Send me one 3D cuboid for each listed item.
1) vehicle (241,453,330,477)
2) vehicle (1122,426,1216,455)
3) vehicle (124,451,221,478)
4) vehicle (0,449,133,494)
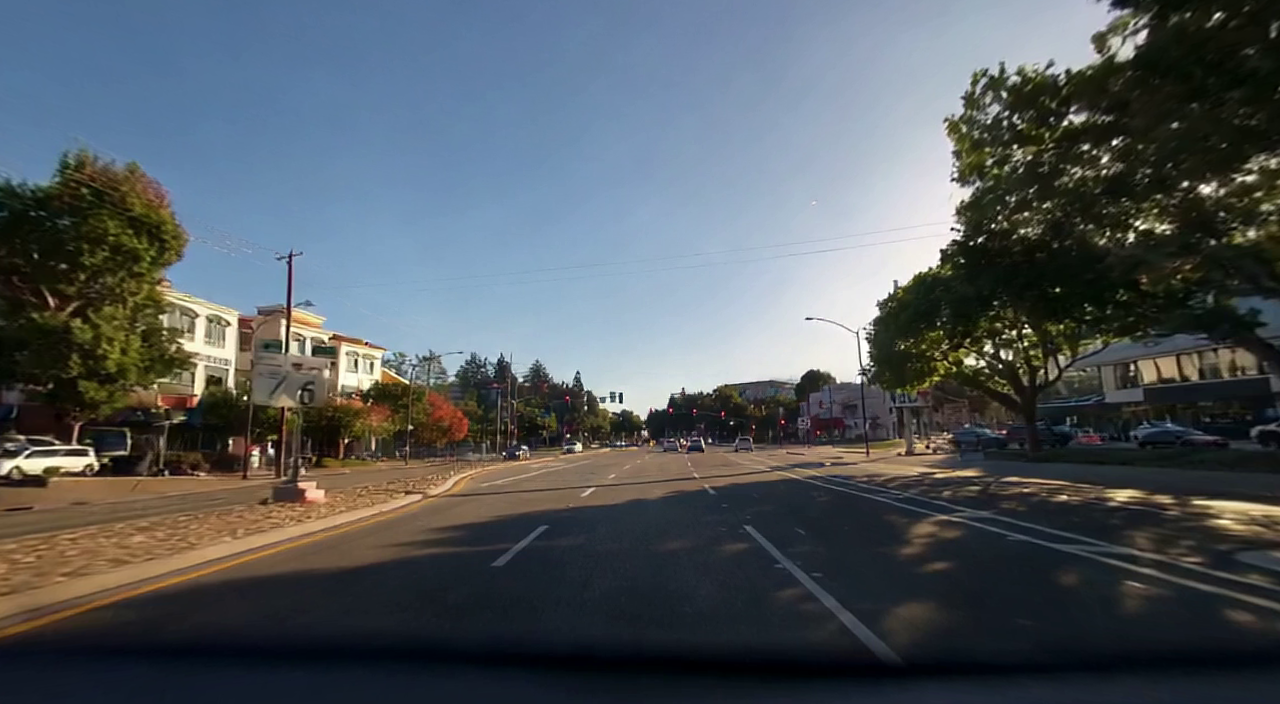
[{"bbox_3d":[-23.038,7.326,41.071,4.606,1.458,1.837,1,-8,-5],"label":"vehicle"},{"bbox_3d":[28.069,4.706,33.601,1.864,1.431,3.703,-1,-8,4],"label":"vehicle"},{"bbox_3d":[-30.219,7.309,40.871,4.585,1.636,2.000,0,-10,-2],"label":"vehicle"},{"bbox_3d":[-25.576,5.185,27.860,1.962,1.776,4.701,-1,-8,8],"label":"vehicle"}]
